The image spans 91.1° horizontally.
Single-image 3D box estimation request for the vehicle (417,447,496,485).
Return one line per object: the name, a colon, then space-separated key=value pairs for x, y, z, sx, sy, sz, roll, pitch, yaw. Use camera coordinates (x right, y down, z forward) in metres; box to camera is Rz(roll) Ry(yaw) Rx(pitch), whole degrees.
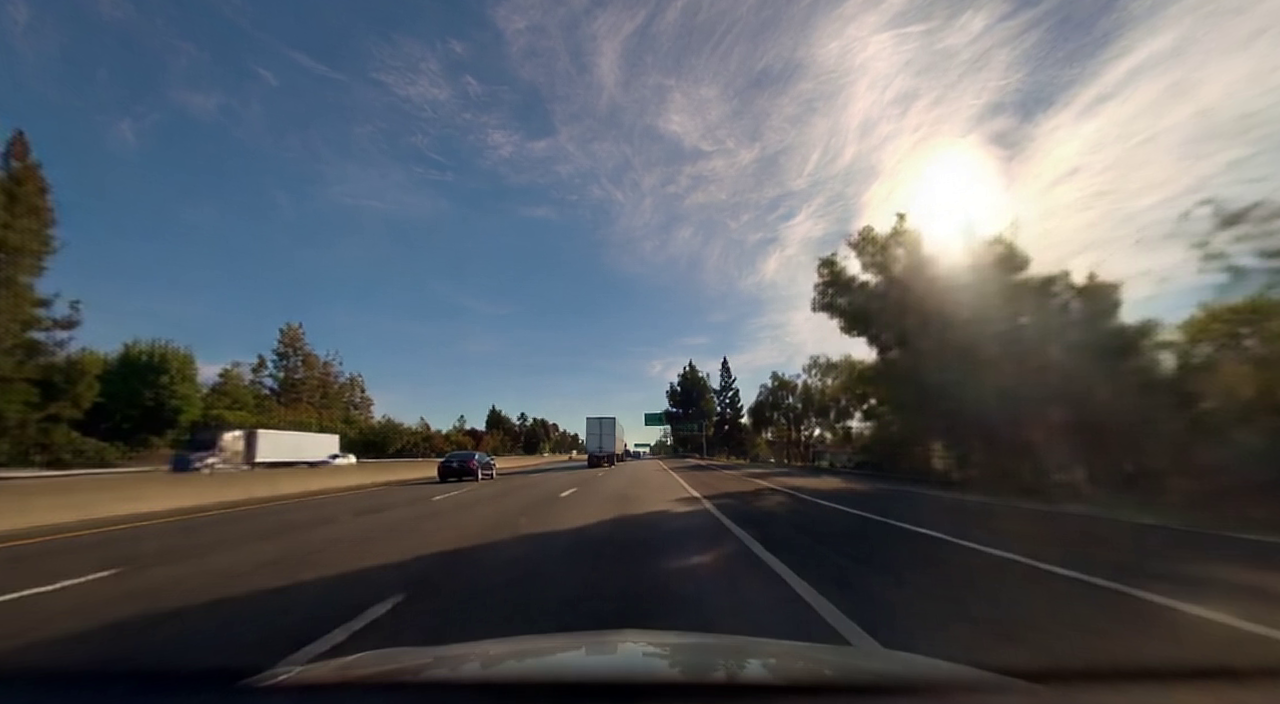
vehicle: x=-7.717 y=4.812 z=26.924 sx=1.901 sy=1.467 sz=4.629 roll=0 pitch=-8 yaw=1
